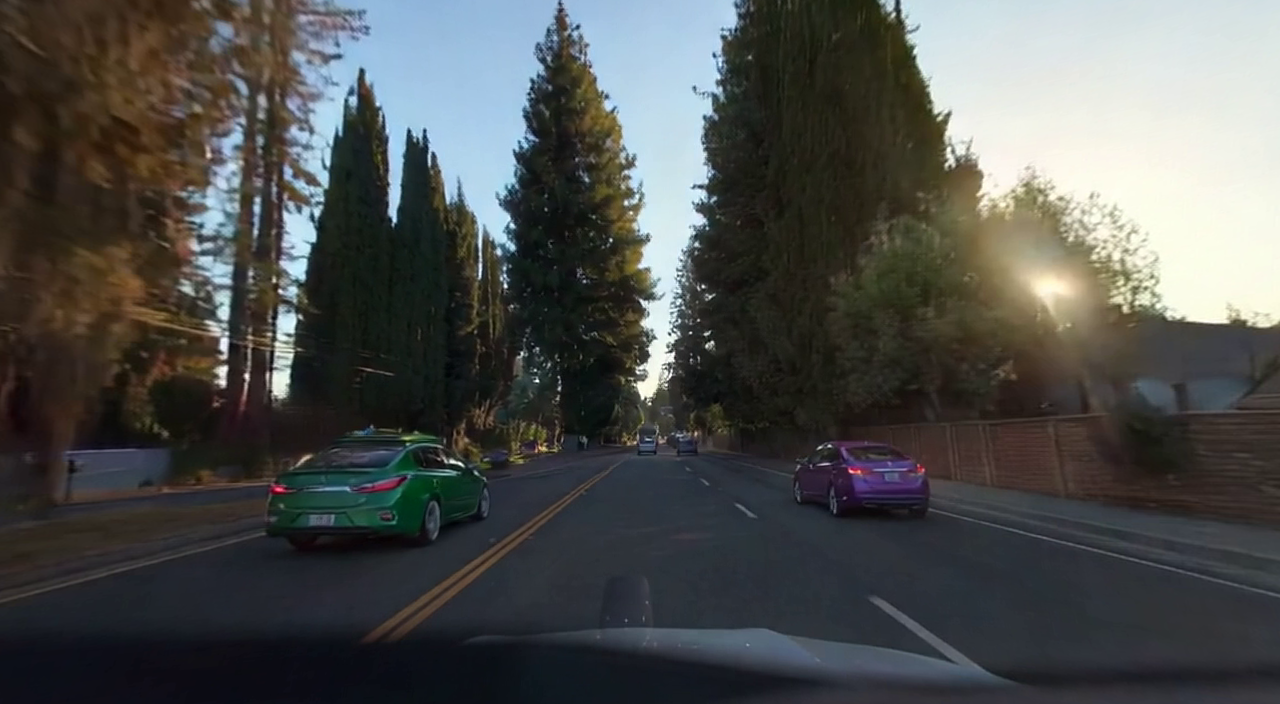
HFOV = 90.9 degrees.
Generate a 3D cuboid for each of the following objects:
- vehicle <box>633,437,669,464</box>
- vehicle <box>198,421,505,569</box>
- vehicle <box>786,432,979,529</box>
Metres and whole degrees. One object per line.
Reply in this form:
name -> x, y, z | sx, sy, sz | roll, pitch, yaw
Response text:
vehicle -> 0.675, 6.268, 40.559 | 2.206, 1.525, 4.695 | -1, -7, 0
vehicle -> -3.630, 1.847, 9.258 | 2.162, 1.546, 4.889 | -1, -7, 1
vehicle -> 4.309, 2.289, 12.124 | 1.943, 1.471, 4.515 | -1, -7, 0
